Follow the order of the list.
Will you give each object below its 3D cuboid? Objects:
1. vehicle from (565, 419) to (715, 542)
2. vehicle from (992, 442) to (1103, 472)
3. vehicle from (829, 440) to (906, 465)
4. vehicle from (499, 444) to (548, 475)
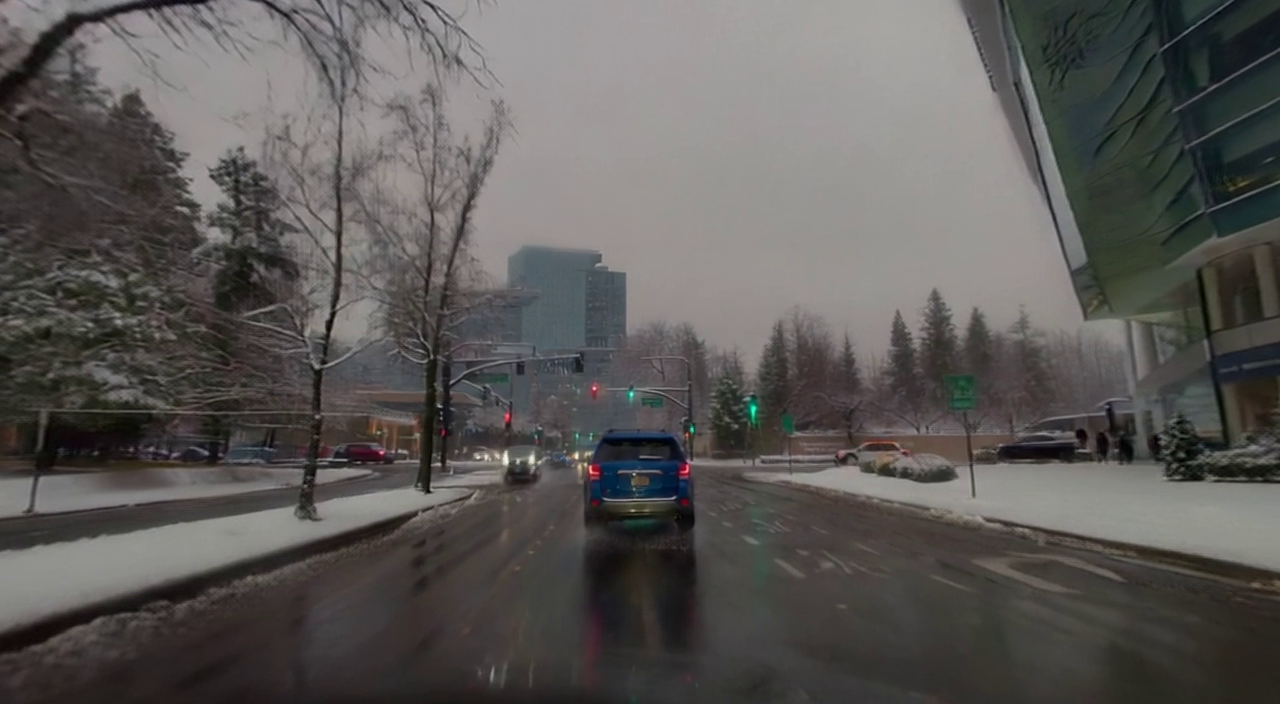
[{"bbox_3d":[-0.074,2.175,11.304,2.183,1.765,4.059,0,-9,-2],"label":"vehicle"},{"bbox_3d":[22.388,5.763,34.851,4.571,1.558,2.171,0,-9,-2],"label":"vehicle"},{"bbox_3d":[15.112,6.708,42.164,4.422,1.563,1.751,0,-9,-2],"label":"vehicle"},{"bbox_3d":[-6.584,6.101,36.113,2.028,1.655,4.189,0,-9,-1],"label":"vehicle"}]
